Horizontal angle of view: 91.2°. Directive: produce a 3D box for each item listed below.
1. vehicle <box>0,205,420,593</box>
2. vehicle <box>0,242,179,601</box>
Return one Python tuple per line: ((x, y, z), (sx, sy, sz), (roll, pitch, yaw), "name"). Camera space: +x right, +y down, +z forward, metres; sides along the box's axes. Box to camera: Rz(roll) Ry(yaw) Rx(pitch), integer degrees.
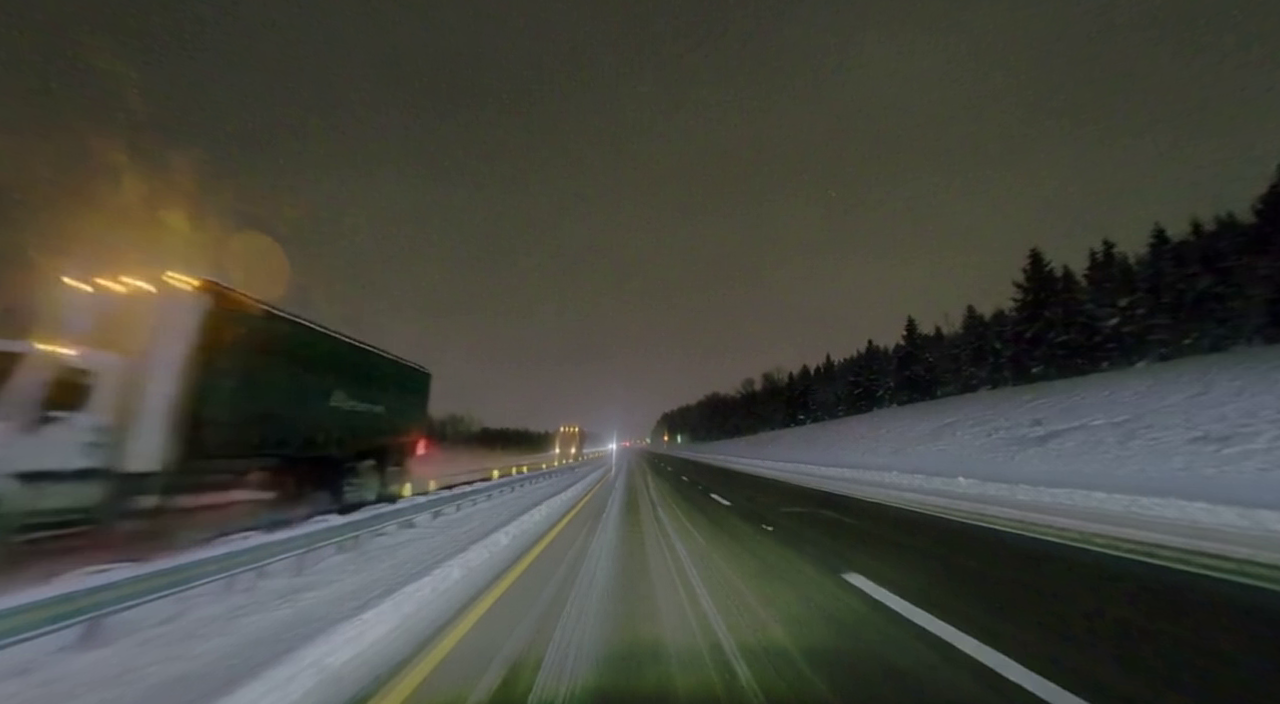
((-8.499, 1.475, 12.930), (3.008, 4.149, 13.991), (0, -9, -1), "vehicle")
((-8.481, 0.673, 6.284), (3.025, 3.871, 5.988), (0, -9, -1), "vehicle")
